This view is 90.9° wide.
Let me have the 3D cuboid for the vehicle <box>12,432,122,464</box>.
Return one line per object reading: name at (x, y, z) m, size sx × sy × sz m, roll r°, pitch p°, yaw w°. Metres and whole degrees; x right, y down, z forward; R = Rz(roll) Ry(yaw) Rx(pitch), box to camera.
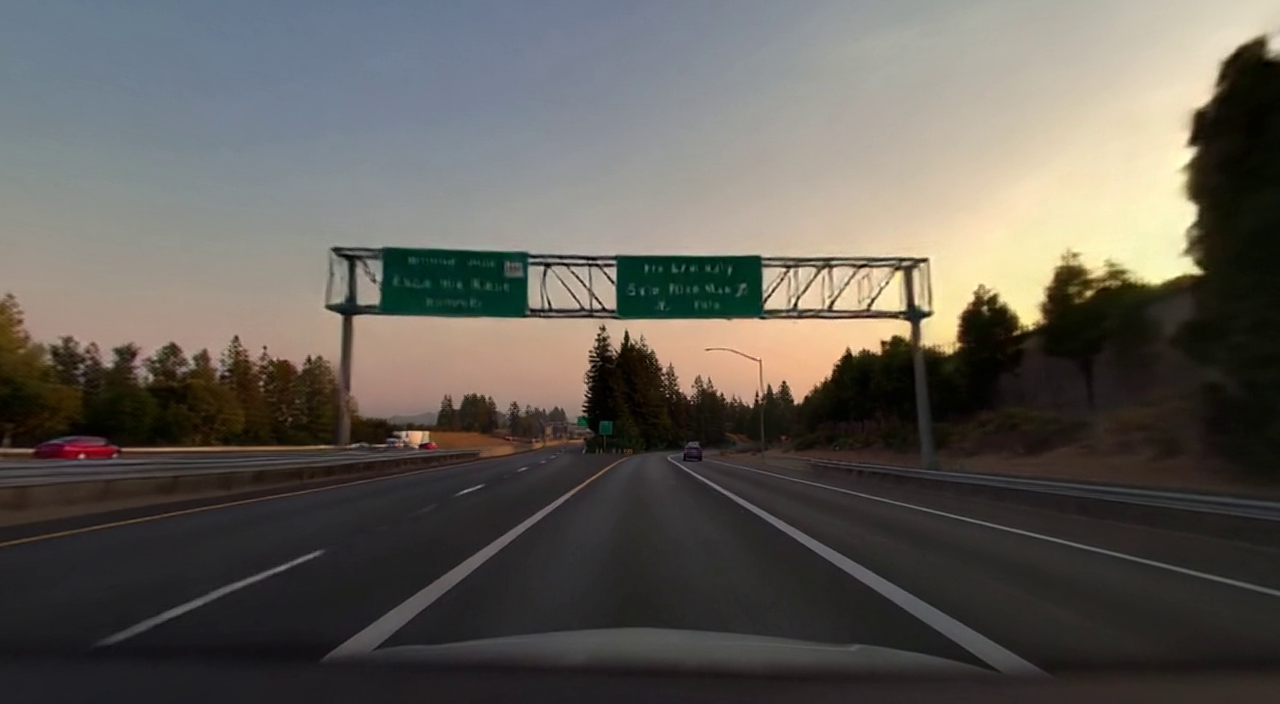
vehicle at (-34.592, 5.806, 38.304) m, size 2.168 × 1.824 × 4.932 m, roll 1°, pitch -8°, yaw -3°
